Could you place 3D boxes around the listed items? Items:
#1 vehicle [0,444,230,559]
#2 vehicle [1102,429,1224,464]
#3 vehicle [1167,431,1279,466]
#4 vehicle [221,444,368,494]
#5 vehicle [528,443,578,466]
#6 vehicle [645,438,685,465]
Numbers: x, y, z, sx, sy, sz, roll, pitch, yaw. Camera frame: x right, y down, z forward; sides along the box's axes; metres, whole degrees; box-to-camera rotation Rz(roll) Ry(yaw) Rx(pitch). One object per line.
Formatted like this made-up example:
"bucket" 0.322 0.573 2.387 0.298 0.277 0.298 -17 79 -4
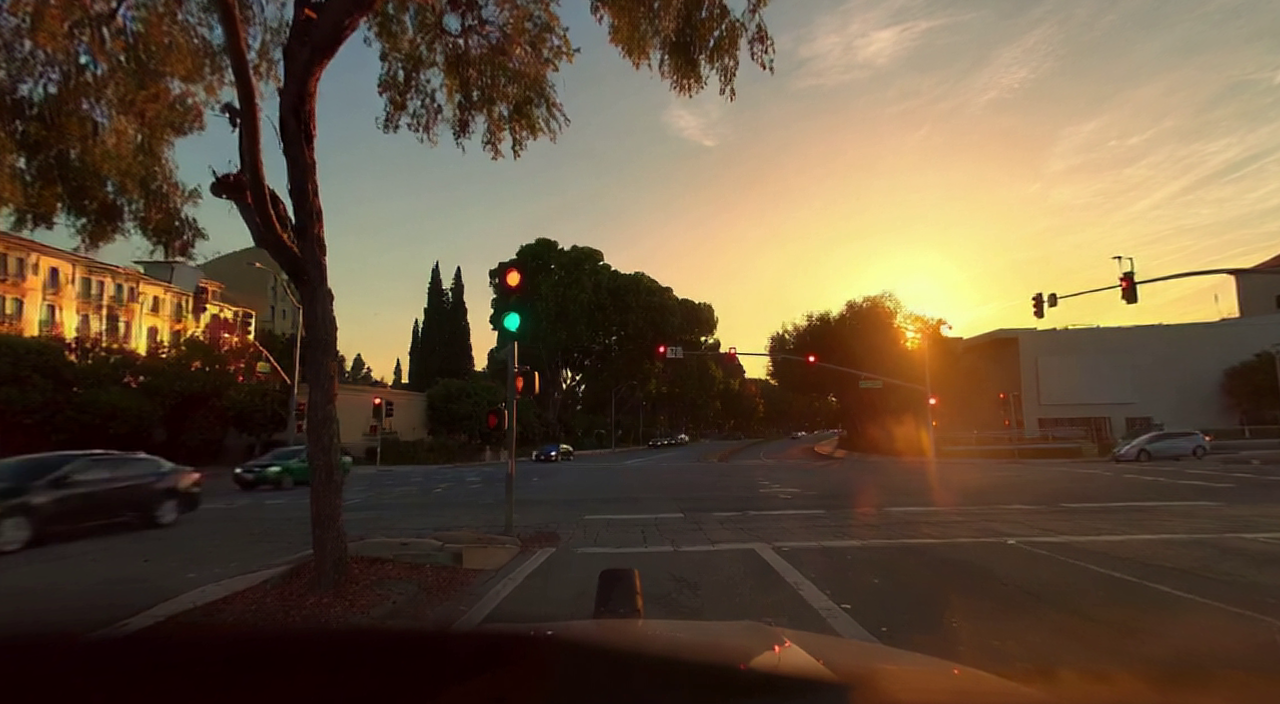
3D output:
"vehicle" -8.985 2.245 10.261 1.877 1.481 3.853 -1 -8 3
"vehicle" 25.934 4.685 31.358 4.441 1.674 2.035 1 -8 -8
"vehicle" 26.304 4.242 27.879 4.644 1.470 1.922 1 -8 -10
"vehicle" -11.782 3.975 22.002 2.046 1.515 4.852 -1 -8 5
"vehicle" -5.769 6.859 42.448 2.002 1.483 4.696 -2 -8 9
"vehicle" 1.755 6.777 43.255 2.197 1.739 4.177 -2 -8 10
